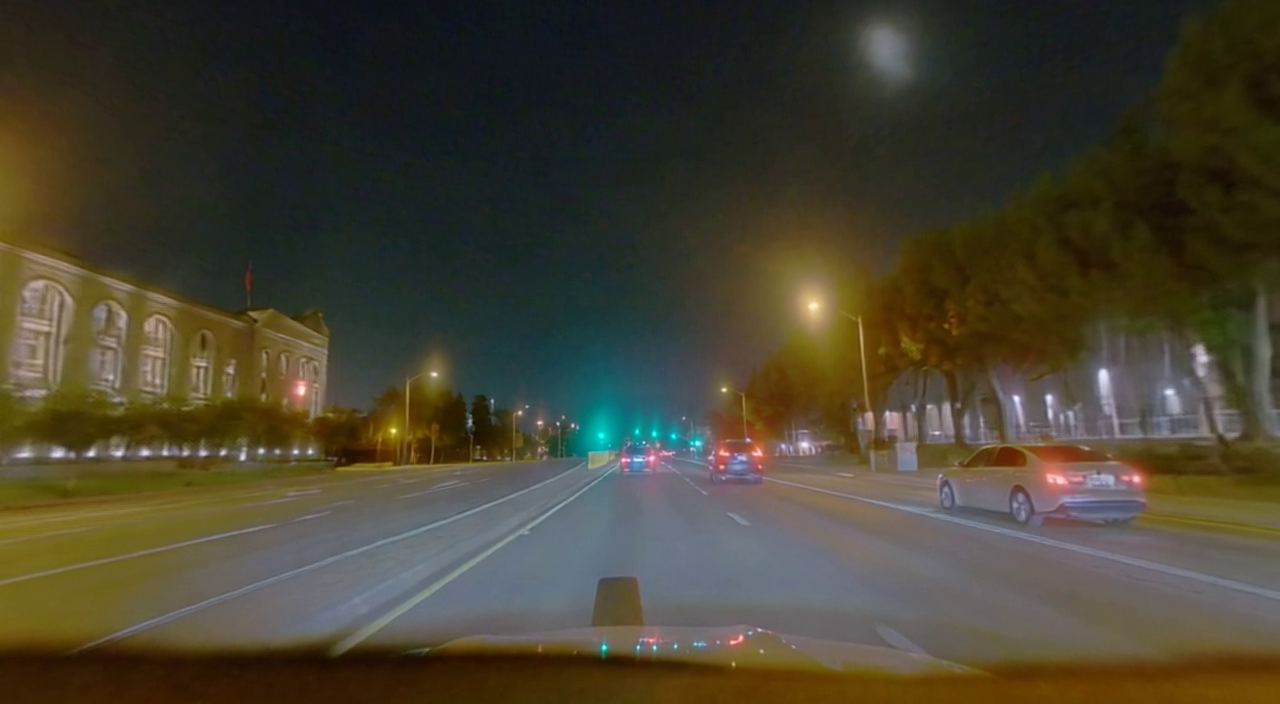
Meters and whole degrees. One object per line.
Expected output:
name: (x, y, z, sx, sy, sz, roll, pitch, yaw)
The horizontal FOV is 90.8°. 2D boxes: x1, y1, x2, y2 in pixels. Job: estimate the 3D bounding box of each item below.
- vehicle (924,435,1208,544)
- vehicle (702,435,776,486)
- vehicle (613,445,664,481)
vehicle: (6.836, 2.214, 10.869, 1.868, 1.472, 4.274, 0, -9, -1)
vehicle: (3.643, 4.096, 24.114, 2.036, 1.757, 4.300, 0, -9, -1)
vehicle: (-0.061, 4.798, 27.622, 2.054, 1.446, 3.969, 0, -9, 0)
